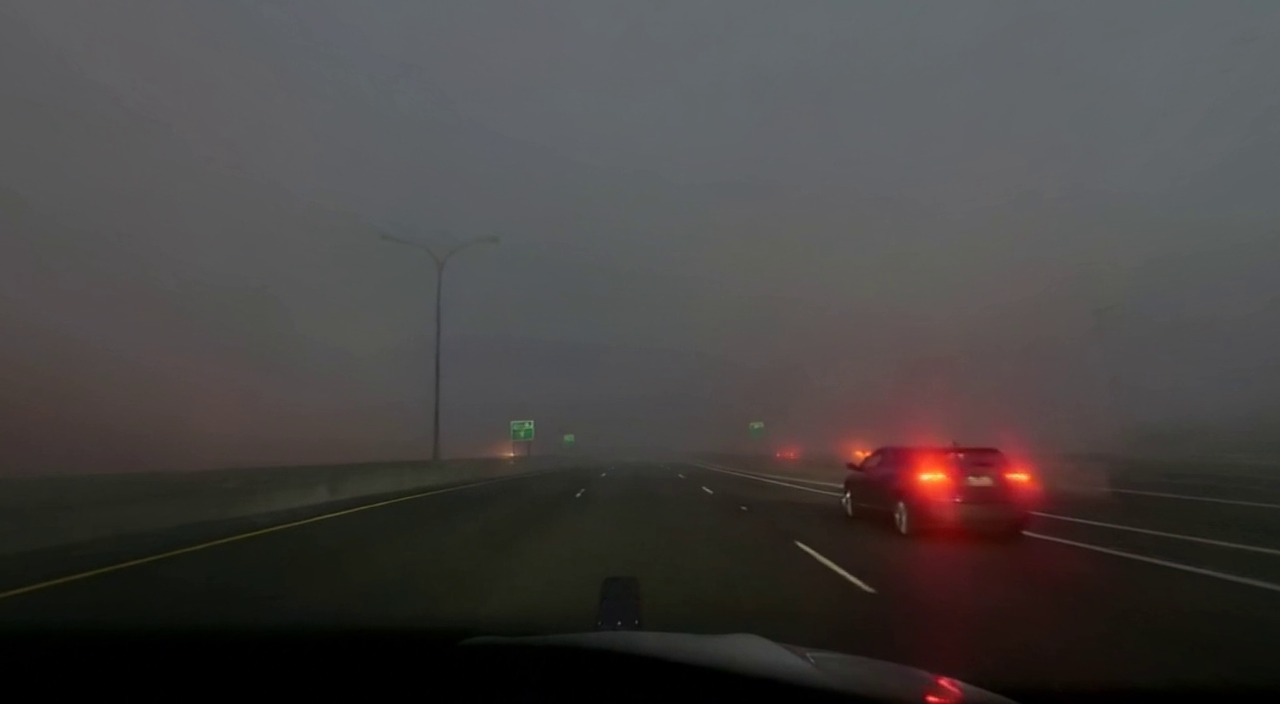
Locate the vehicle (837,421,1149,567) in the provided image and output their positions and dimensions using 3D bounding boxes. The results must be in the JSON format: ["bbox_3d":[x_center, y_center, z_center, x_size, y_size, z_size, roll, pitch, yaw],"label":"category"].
[{"bbox_3d":[4.467,1.853,8.852,1.984,1.540,3.973,0,-9,-1],"label":"vehicle"}]
